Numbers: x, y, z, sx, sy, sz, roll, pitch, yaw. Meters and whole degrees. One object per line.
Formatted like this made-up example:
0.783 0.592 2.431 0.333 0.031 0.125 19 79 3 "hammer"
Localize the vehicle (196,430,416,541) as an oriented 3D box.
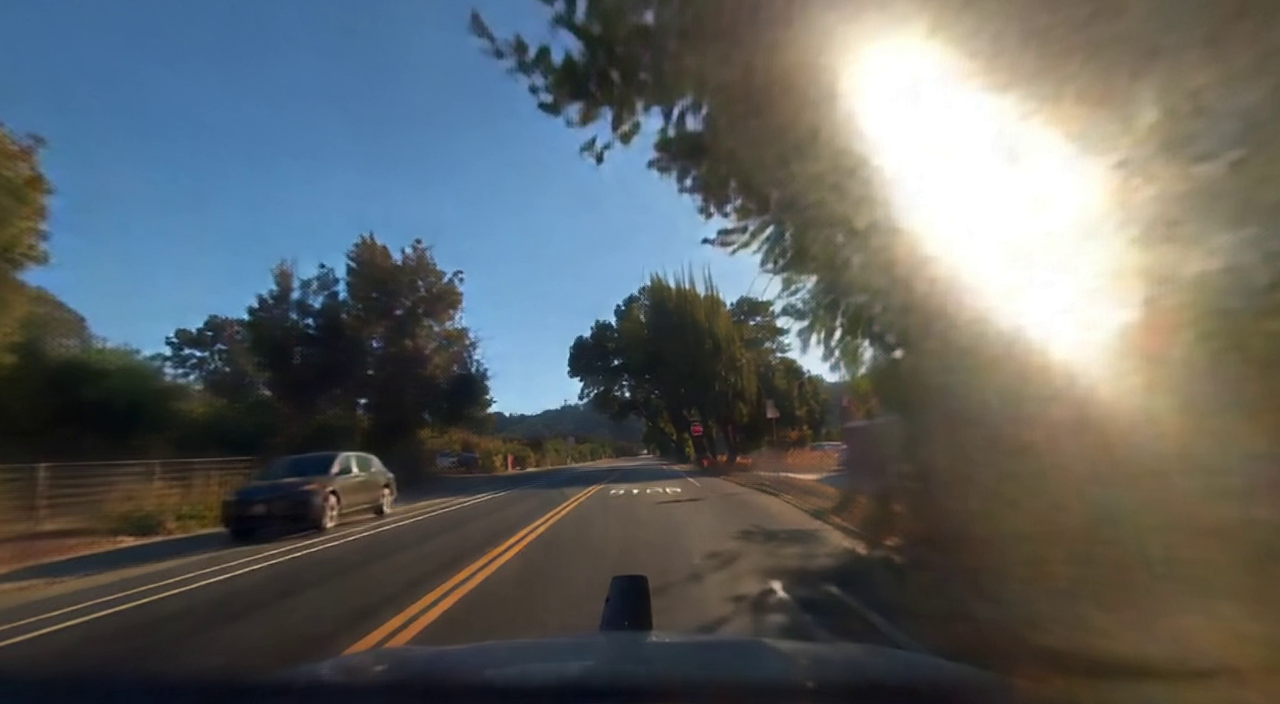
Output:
-6.386 2.631 12.800 1.992 1.797 4.372 -2 -10 1 "vehicle"
